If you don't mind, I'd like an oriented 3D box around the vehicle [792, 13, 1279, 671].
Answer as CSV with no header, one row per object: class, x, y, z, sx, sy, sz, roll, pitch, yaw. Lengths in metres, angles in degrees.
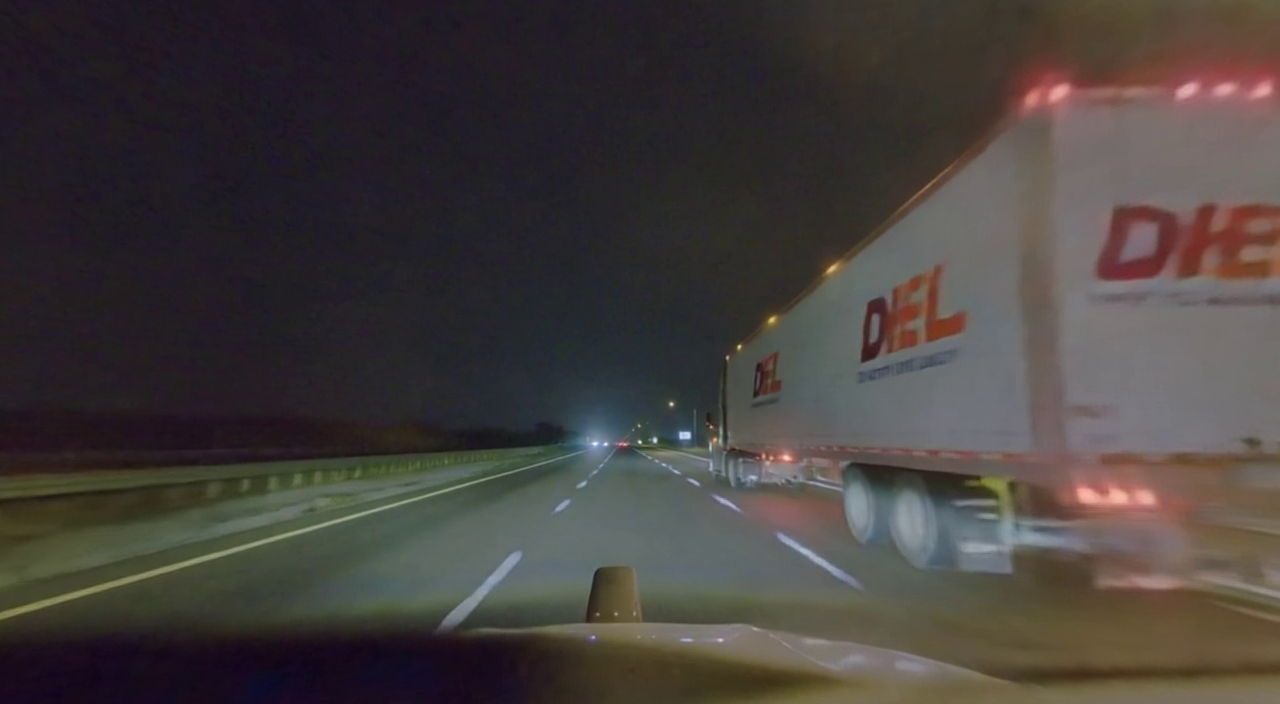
vehicle,4.510,0.370,7.827,2.880,3.918,8.254,0,-8,-2
